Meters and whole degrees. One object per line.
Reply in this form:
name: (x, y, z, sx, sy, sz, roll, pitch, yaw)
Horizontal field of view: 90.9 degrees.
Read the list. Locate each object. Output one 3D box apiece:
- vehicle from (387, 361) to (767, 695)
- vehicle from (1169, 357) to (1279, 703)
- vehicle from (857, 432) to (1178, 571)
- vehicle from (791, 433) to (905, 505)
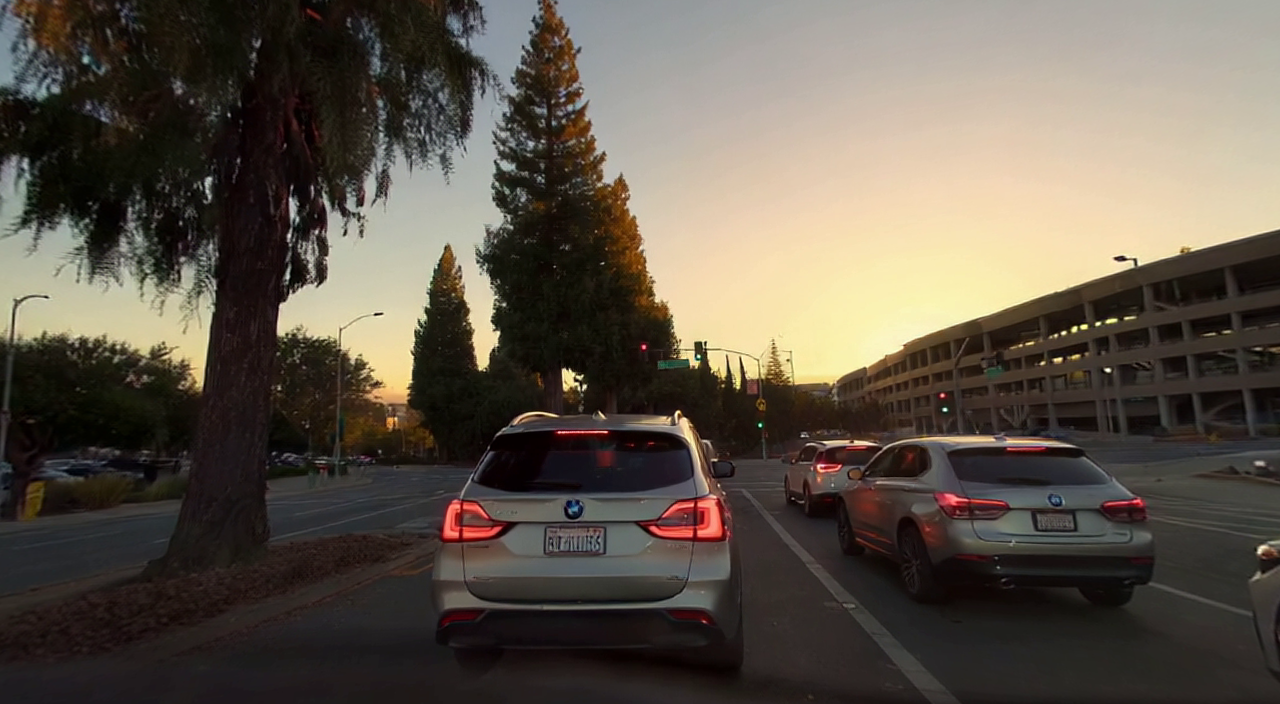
vehicle: (-0.209, 1.237, 5.564, 2.021, 1.742, 4.295, -1, -8, 4)
vehicle: (4.061, 0.605, 1.118, 1.993, 1.719, 4.953, 0, -8, 1)
vehicle: (4.889, 1.965, 9.173, 1.963, 1.480, 4.553, 0, -8, 2)
vehicle: (5.329, 3.032, 16.731, 1.994, 1.638, 4.100, -1, -9, 6)
